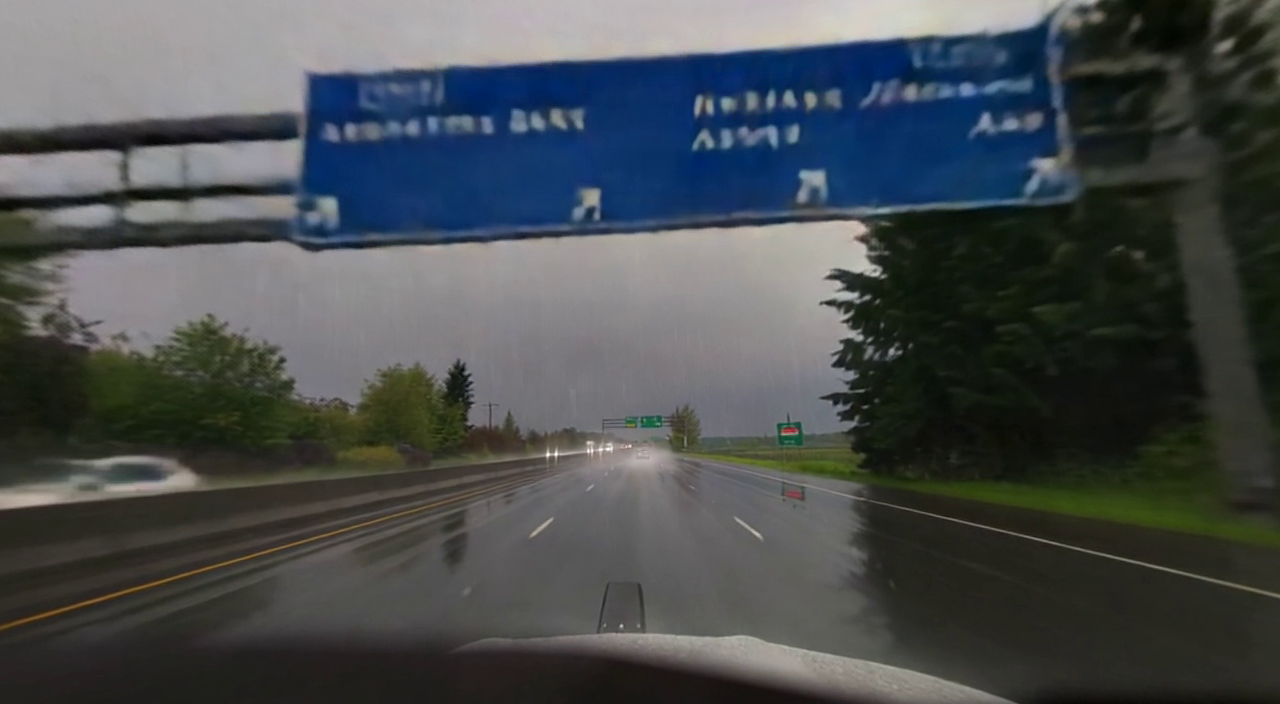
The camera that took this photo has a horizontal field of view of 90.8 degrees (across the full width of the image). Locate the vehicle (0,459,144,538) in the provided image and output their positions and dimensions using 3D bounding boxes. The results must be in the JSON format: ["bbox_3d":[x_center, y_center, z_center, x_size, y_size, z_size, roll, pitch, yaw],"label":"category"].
[{"bbox_3d":[-13.288,3.012,13.287,2.159,1.438,4.323,0,-9,-1],"label":"vehicle"}]
